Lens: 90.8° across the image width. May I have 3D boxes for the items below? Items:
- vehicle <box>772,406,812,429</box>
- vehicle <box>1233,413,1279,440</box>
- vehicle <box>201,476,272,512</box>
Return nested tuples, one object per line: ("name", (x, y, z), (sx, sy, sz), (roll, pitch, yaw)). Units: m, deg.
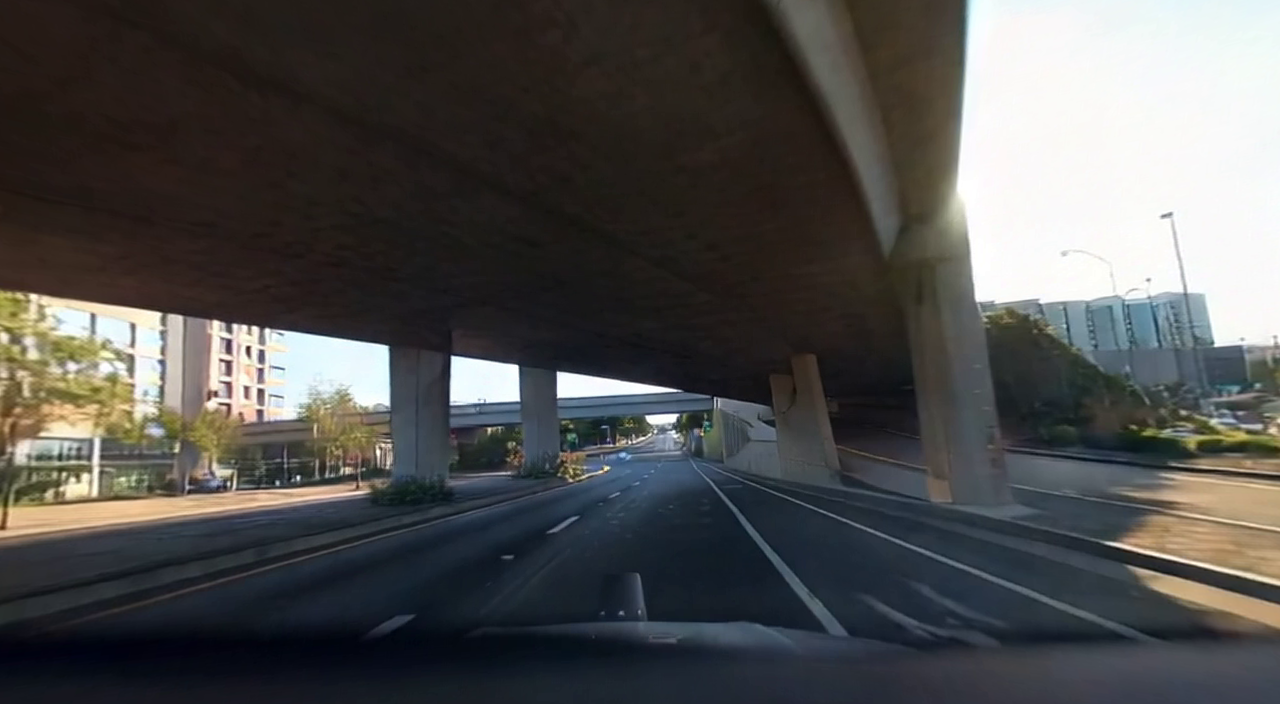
("vehicle", (11.082, 4.863, 46.370), (2.048, 1.516, 3.874), (0, -8, 1))
("vehicle", (43.162, 5.070, 42.823), (1.744, 1.705, 4.514), (-1, -8, 4))
("vehicle", (-21.220, 7.450, 33.417), (2.105, 1.469, 4.514), (3, -9, -19))
